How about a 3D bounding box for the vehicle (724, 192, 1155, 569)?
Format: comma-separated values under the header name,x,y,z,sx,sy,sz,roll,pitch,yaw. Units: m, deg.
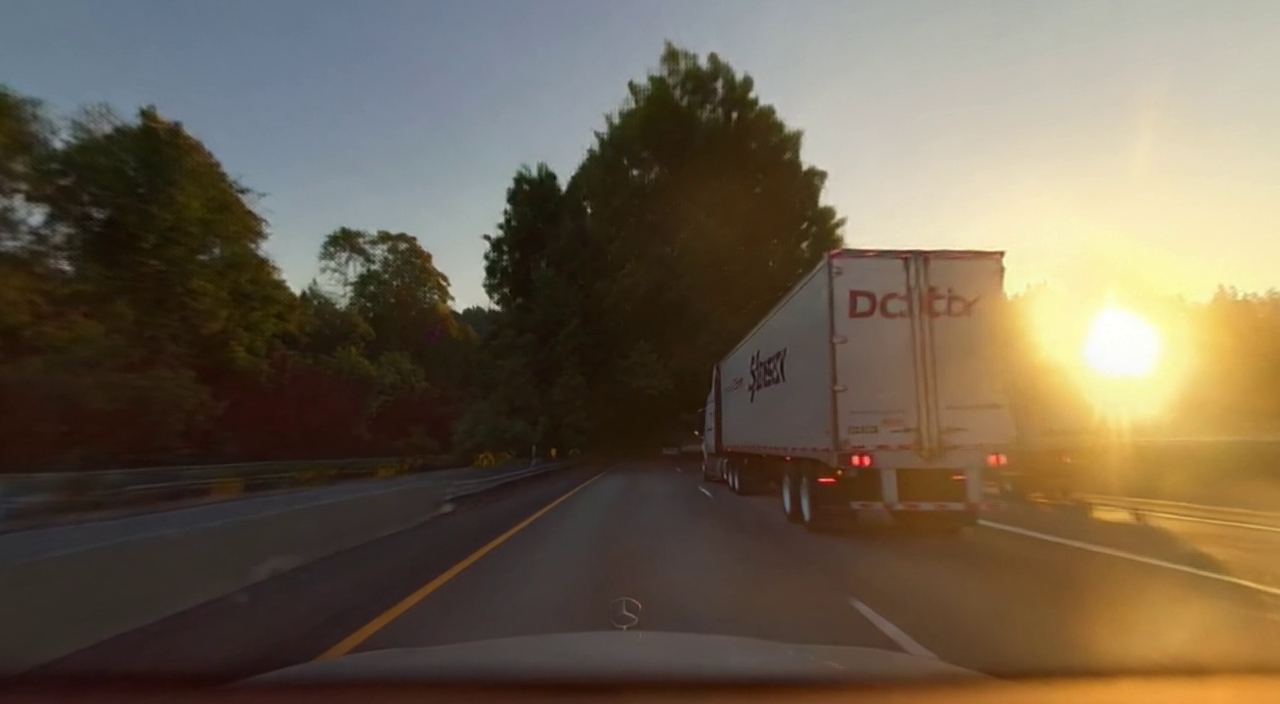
name,x,y,z,sx,sy,sz,roll,pitch,yaw
vehicle,3.715,0.941,11.387,3.025,4.010,9.542,0,-9,0
